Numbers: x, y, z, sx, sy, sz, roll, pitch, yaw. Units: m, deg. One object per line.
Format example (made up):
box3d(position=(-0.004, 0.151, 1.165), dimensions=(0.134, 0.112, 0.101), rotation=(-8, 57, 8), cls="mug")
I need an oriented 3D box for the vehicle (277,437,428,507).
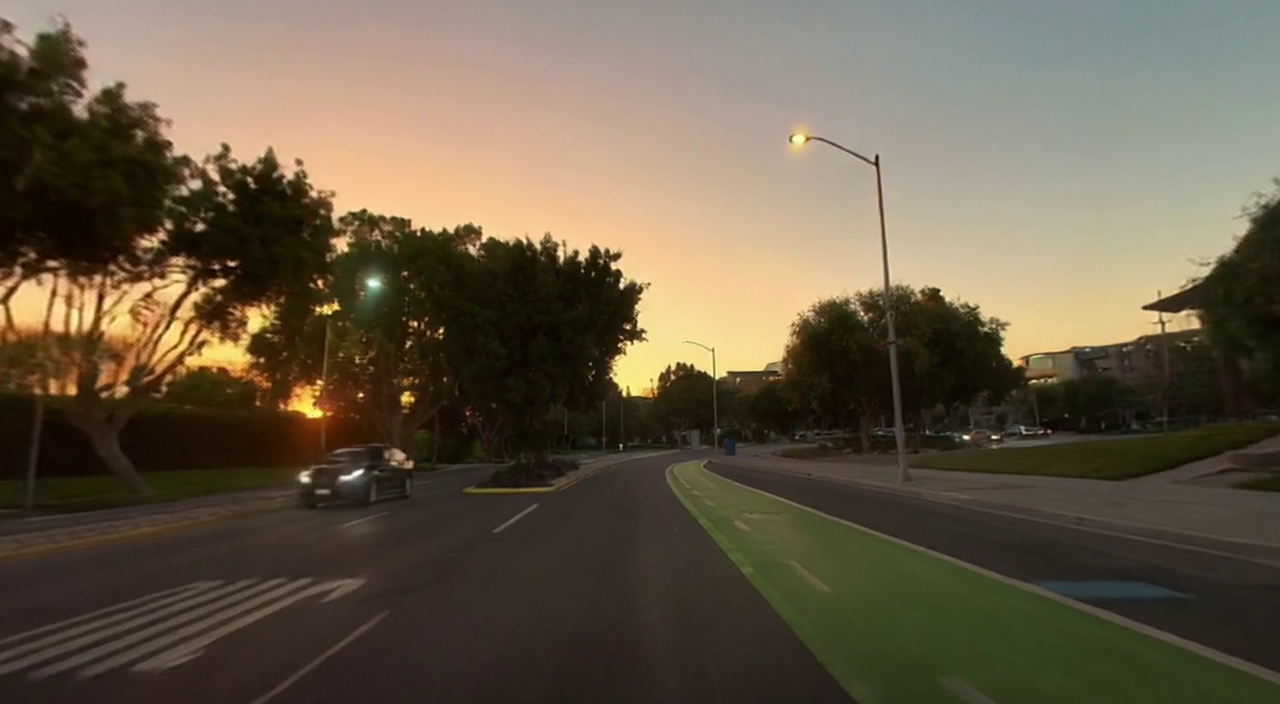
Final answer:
box3d(position=(-7.994, 3.354, 18.165), dimensions=(2.065, 1.744, 4.566), rotation=(-1, -8, 2), cls="vehicle")
